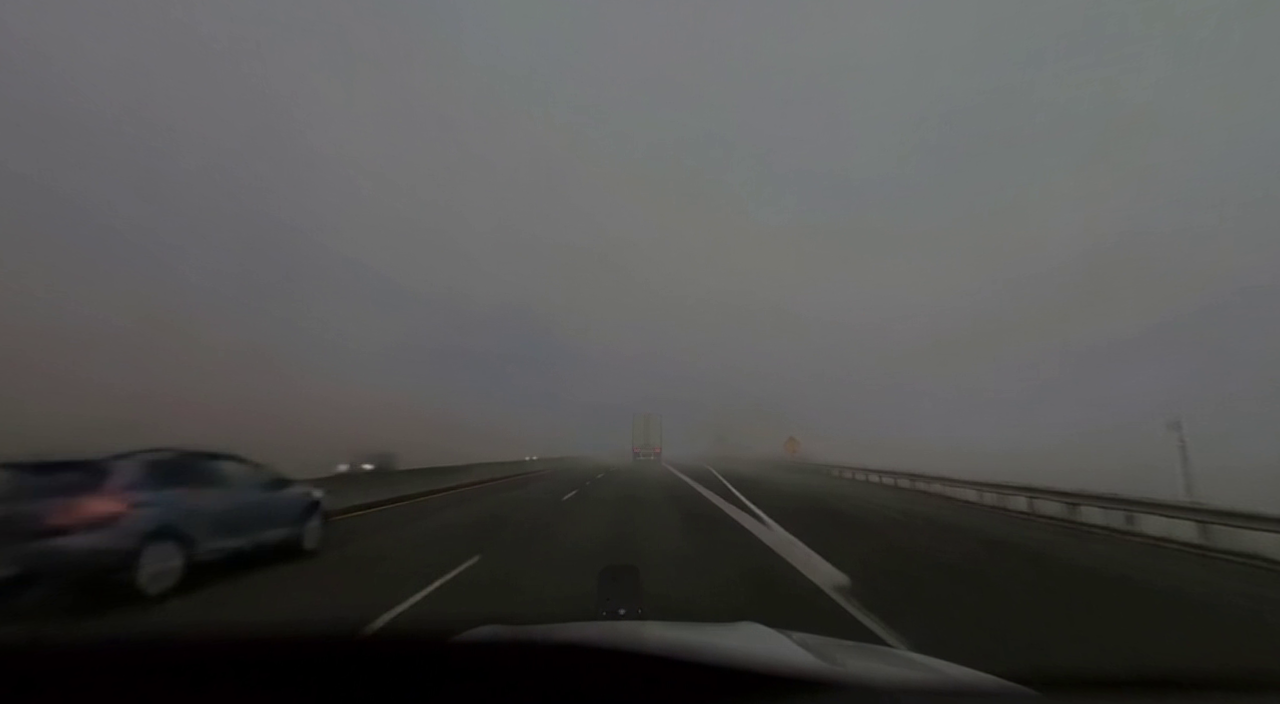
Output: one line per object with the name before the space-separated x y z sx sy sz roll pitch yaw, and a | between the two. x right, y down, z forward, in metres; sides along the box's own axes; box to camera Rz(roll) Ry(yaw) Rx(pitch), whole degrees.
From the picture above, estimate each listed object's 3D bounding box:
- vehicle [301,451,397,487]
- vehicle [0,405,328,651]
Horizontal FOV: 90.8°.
vehicle | -13.101 5.261 28.772 2.100 1.468 4.684 0 -9 1
vehicle | -5.283 1.467 5.997 2.016 1.636 4.964 0 -9 1
